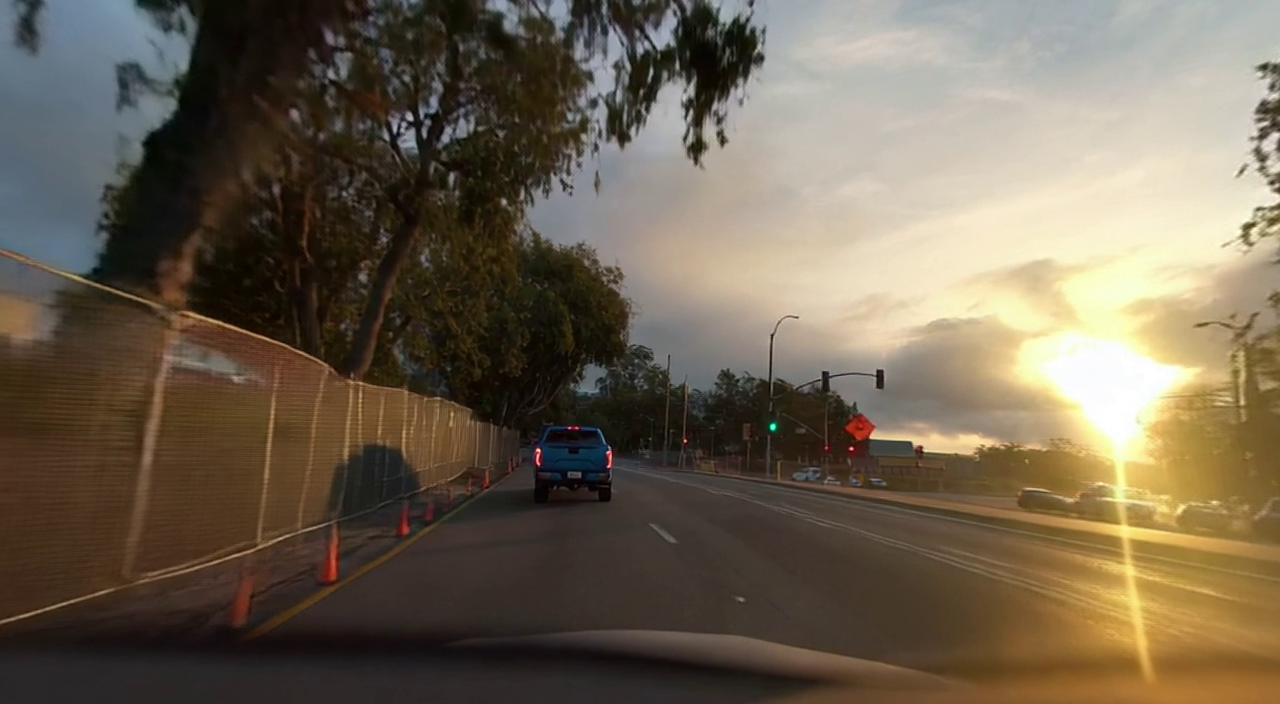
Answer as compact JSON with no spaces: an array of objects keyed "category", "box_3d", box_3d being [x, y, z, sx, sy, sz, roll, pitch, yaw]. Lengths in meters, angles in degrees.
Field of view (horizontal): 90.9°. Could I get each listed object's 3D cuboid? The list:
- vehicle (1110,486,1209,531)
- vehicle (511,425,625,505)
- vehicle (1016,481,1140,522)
[{"category":"vehicle","box_3d":[23.606,7.066,28.826,1.751,1.576,3.933,8,-10,10]},{"category":"vehicle","box_3d":[-1.733,2.830,16.285,2.436,1.698,5.322,0,-8,-4]},{"category":"vehicle","box_3d":[18.871,6.446,27.448,1.808,1.467,4.360,2,-10,-9]}]
